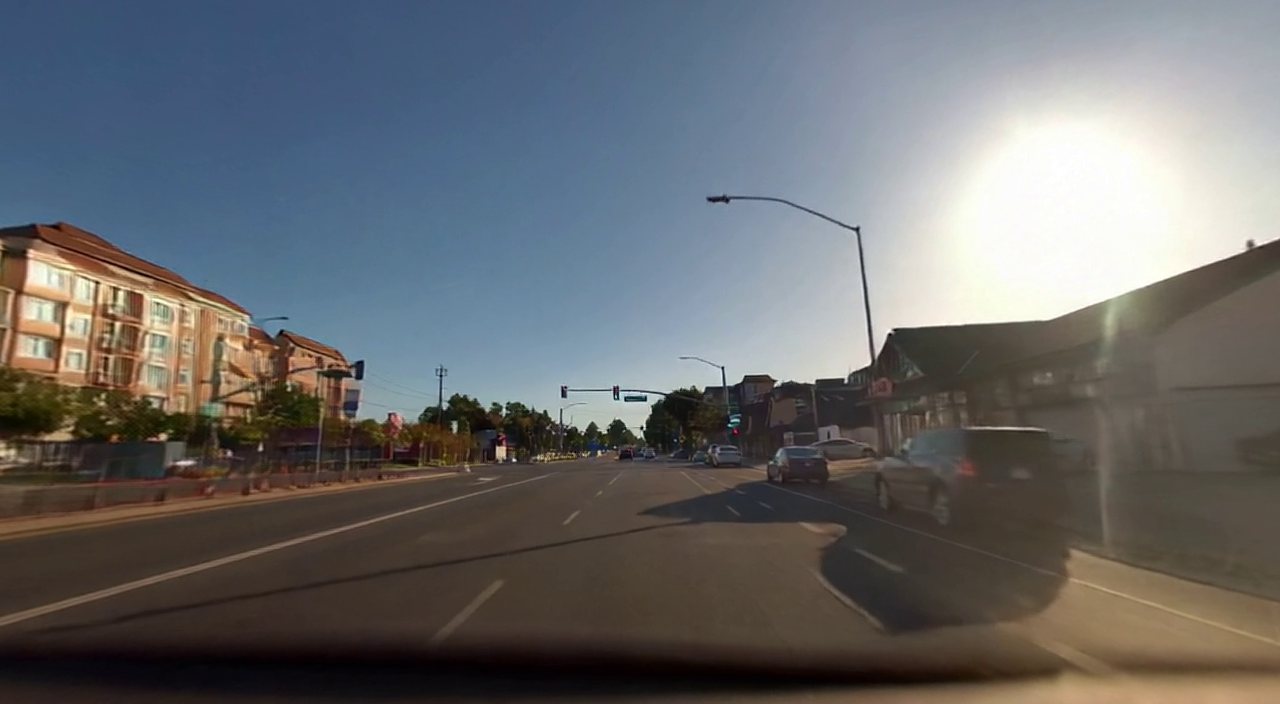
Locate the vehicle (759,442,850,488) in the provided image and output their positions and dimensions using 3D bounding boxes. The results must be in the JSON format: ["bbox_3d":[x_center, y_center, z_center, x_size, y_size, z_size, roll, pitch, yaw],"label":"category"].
[{"bbox_3d":[6.032,4.208,23.760,2.057,1.541,4.735,0,-9,-1],"label":"vehicle"}]

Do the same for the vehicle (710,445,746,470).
[{"bbox_3d":[6.221,7.523,45.087,1.845,1.664,5.285,0,-9,1],"label":"vehicle"}]

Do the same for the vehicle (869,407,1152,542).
[{"bbox_3d":[5.917,2.037,11.032,1.931,1.814,4.870,0,-9,0],"label":"vehicle"}]
